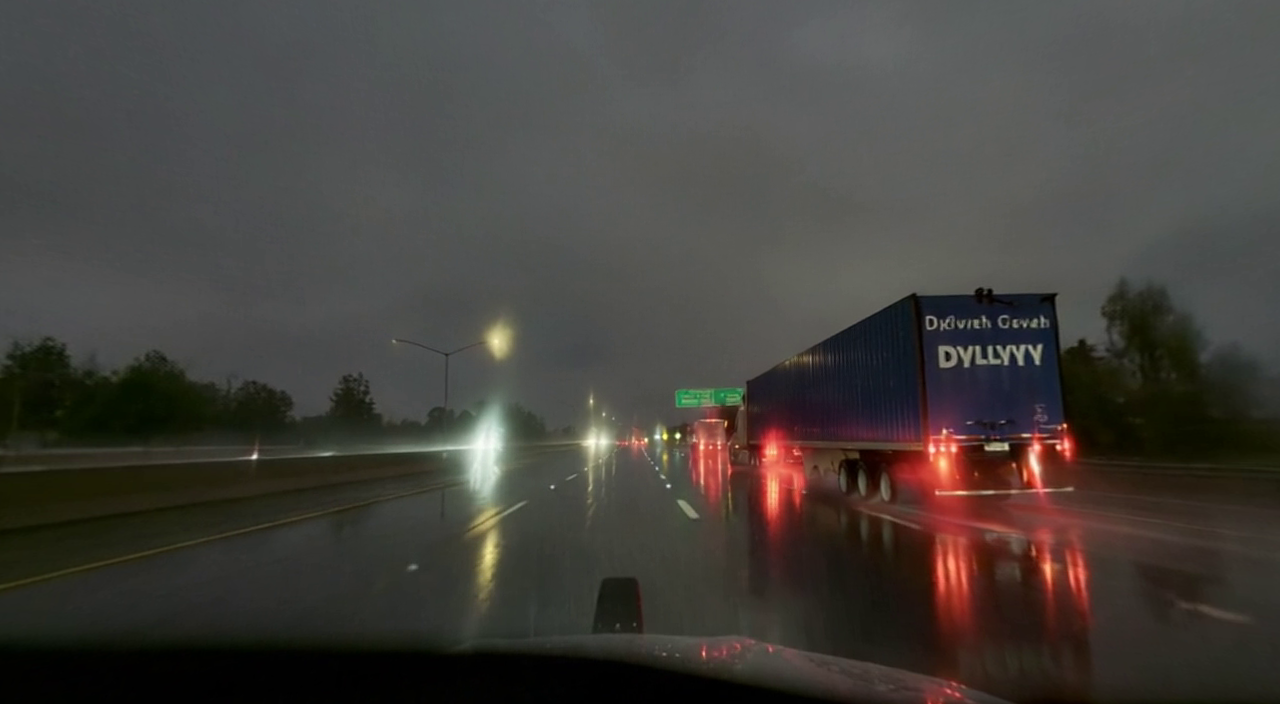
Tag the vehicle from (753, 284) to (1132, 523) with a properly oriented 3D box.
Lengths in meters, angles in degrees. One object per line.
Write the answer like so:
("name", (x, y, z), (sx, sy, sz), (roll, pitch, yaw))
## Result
("vehicle", (6.359, 1.954, 18.473), (2.962, 3.947, 16.241), (0, -8, -1))
